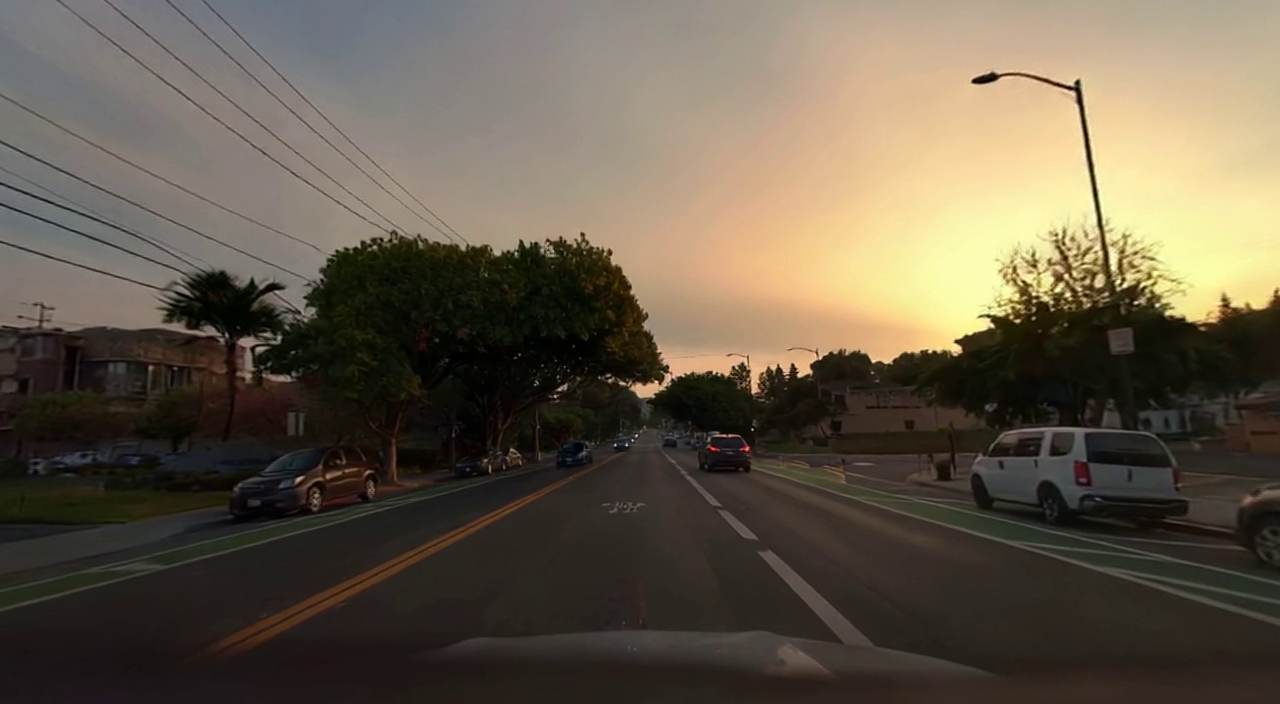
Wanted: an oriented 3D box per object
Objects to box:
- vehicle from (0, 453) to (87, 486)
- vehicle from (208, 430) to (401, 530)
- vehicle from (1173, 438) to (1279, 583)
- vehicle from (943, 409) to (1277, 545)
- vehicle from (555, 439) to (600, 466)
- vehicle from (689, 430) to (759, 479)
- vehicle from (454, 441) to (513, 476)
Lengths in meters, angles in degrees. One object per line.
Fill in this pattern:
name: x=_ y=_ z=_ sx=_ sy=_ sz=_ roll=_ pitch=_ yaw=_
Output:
vehicle: x=-31.855 y=6.074 z=32.879 sx=1.746 sy=1.479 sz=4.603 roll=-1 pitch=-8 yaw=2
vehicle: x=-8.876 y=3.331 z=17.430 sx=2.419 sy=2.087 sz=5.334 roll=-3 pitch=-6 yaw=0
vehicle: x=7.583 y=1.495 z=5.508 sx=1.862 sy=1.492 sz=4.571 roll=0 pitch=-8 yaw=0
vehicle: x=7.990 y=2.182 z=11.741 sx=2.133 sy=1.911 sz=5.455 roll=-1 pitch=-8 yaw=2
vehicle: x=-3.707 y=6.058 z=38.213 sx=2.054 sy=1.506 sz=4.325 roll=-1 pitch=-8 yaw=4
vehicle: x=3.127 y=3.946 z=24.509 sx=2.004 sy=1.704 sz=4.573 roll=0 pitch=-8 yaw=-1
vehicle: x=-8.738 y=5.968 z=35.711 sx=2.228 sy=1.825 sz=4.522 roll=0 pitch=-8 yaw=0
